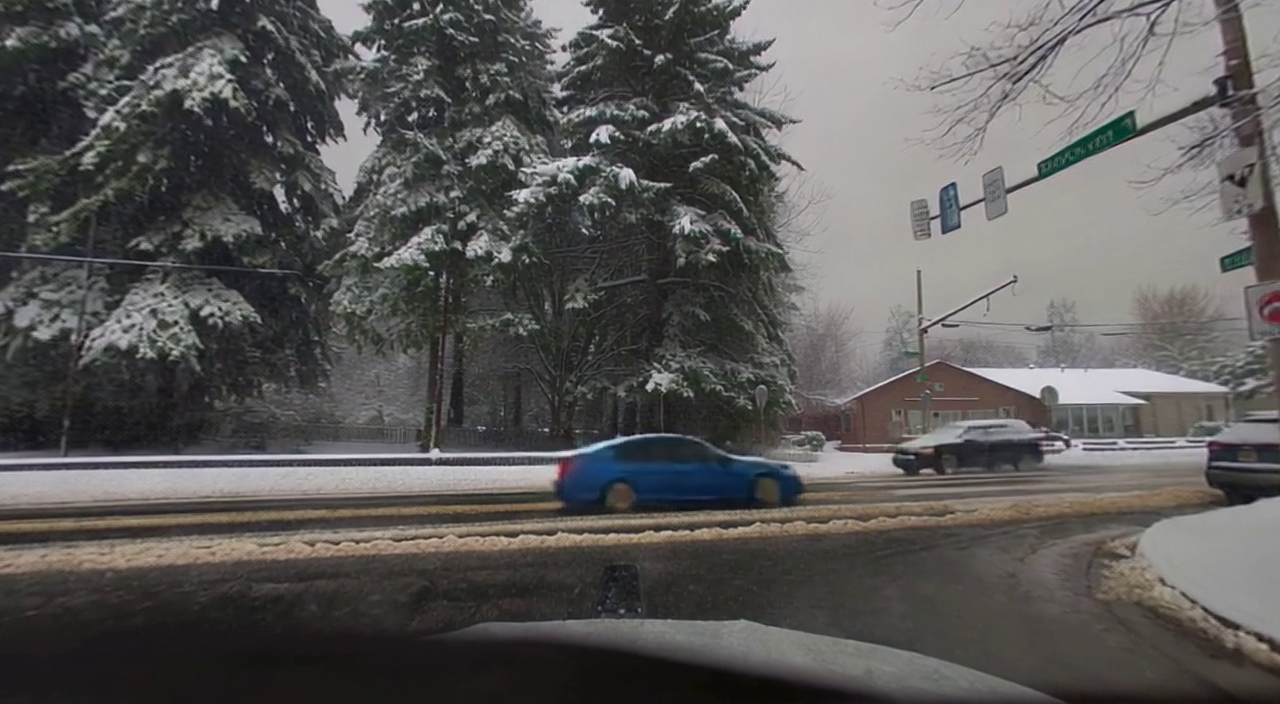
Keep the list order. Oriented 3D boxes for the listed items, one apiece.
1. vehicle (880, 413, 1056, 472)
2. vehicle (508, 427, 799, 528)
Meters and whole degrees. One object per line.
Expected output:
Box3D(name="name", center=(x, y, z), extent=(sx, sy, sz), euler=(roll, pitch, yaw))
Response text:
Box3D(name="vehicle", center=(10.813, 3.003, 20.988), extent=(4.882, 1.783, 2.093), euler=(2, -9, -13))
Box3D(name="vehicle", center=(0.201, 2.024, 10.695), extent=(4.517, 1.419, 1.836), euler=(3, -9, -20))
